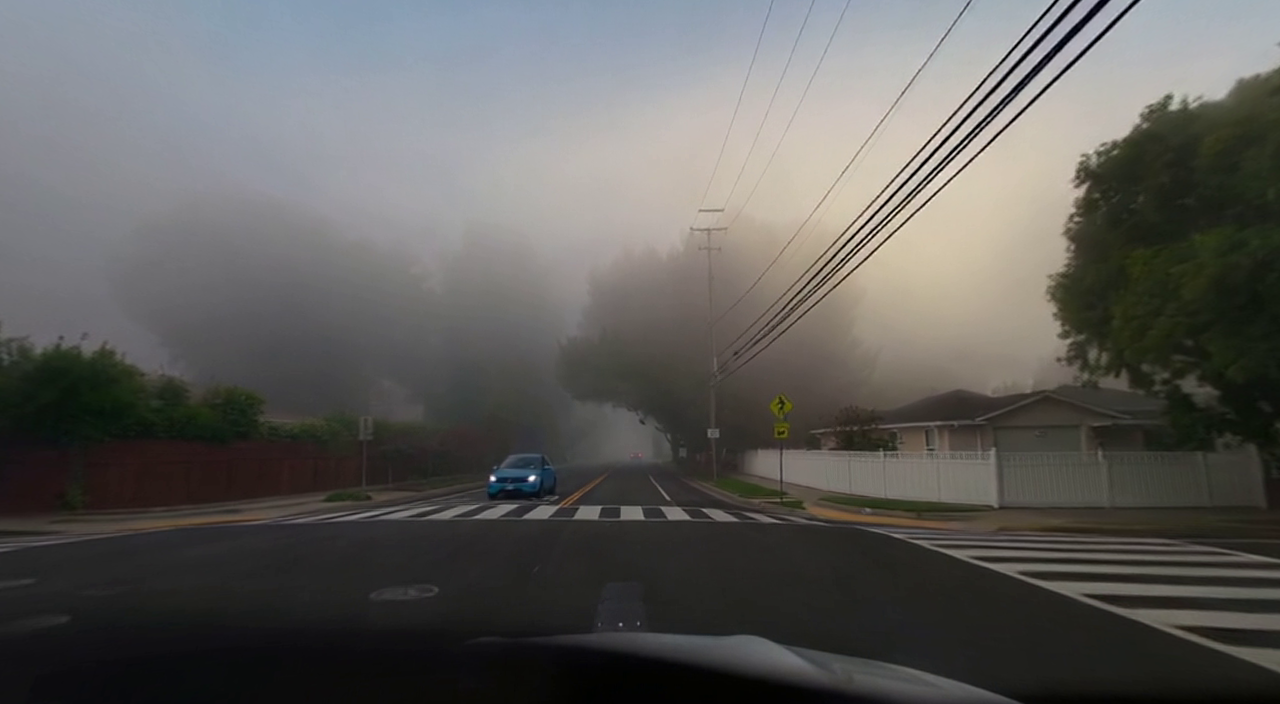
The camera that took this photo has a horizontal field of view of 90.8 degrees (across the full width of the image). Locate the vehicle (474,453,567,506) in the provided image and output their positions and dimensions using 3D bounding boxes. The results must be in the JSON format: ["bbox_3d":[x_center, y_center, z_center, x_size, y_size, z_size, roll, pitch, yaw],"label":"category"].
[{"bbox_3d":[-3.639,3.958,20.074,2.102,1.463,4.024,0,-9,1],"label":"vehicle"}]
